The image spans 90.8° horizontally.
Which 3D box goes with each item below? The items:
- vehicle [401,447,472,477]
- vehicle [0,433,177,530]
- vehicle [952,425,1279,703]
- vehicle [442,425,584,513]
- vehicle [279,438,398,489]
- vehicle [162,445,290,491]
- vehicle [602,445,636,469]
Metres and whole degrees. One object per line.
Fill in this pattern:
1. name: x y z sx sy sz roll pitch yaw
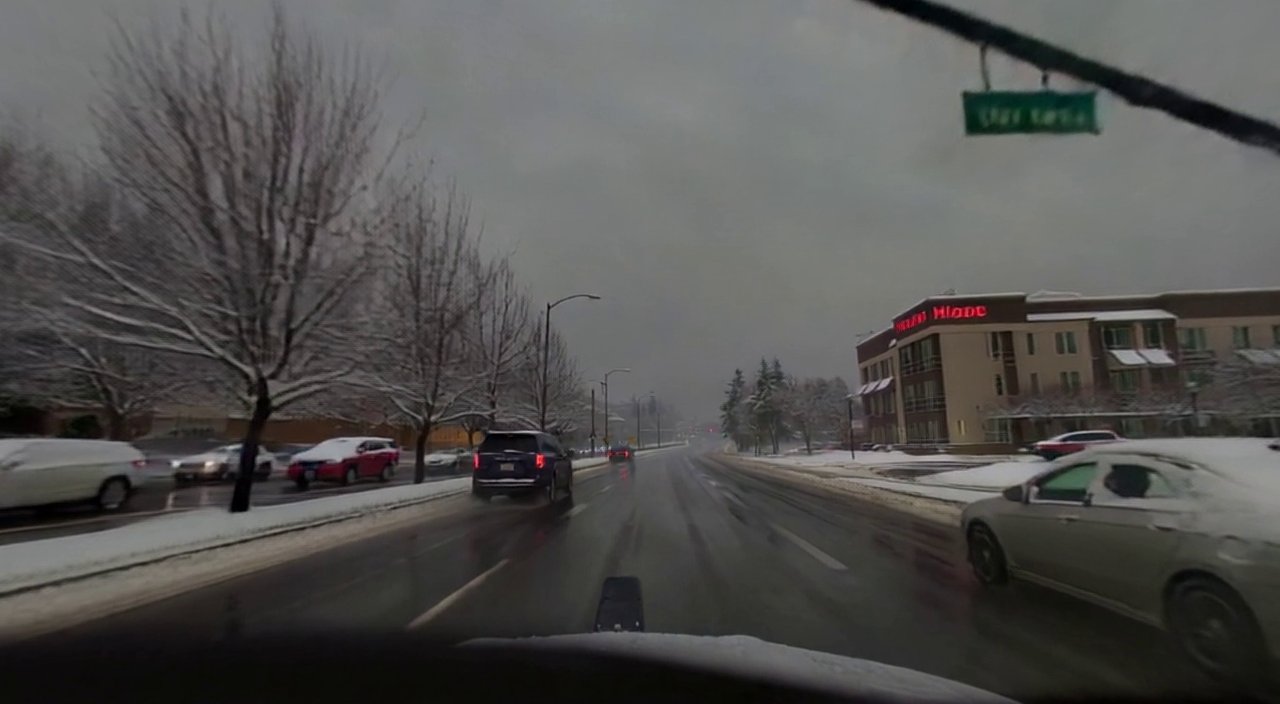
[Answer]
1. vehicle: -10.728 5.822 33.745 1.960 1.451 4.870 -1 -9 3
2. vehicle: -11.841 2.415 12.131 2.150 1.627 4.737 -1 -9 3
3. vehicle: 4.221 1.281 4.314 1.960 1.471 4.378 0 -9 1
4. vehicle: -2.912 2.839 15.864 2.305 1.833 4.912 -1 -9 3
5. vehicle: -11.249 4.185 24.055 2.016 1.710 4.734 -1 -9 2
6. vehicle: -15.101 4.216 23.385 1.871 1.515 4.229 0 -9 0
7. vehicle: -1.392 7.314 44.258 1.976 1.571 4.649 -1 -9 3
